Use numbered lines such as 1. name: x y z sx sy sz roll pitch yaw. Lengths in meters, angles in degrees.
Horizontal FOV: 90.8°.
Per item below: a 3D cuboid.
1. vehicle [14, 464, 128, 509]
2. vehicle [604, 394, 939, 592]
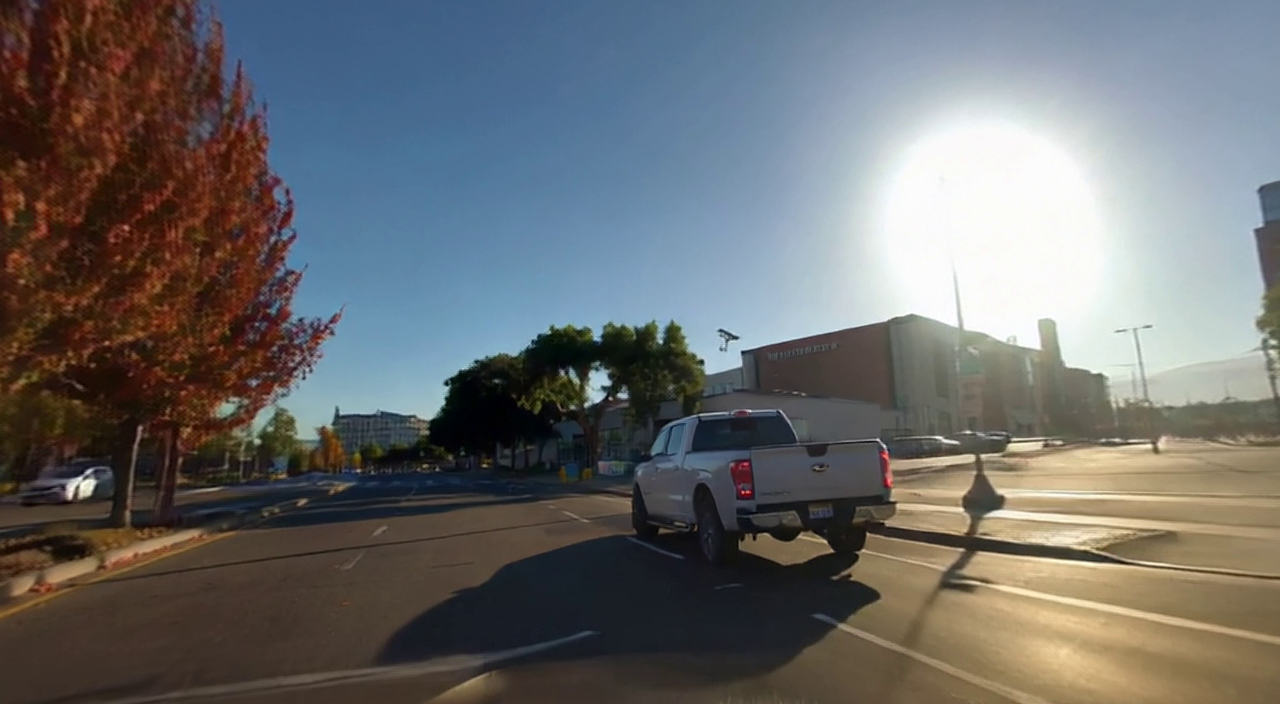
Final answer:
1. vehicle: -25.564 6.002 28.627 2.037 1.725 4.632 3 -9 -18
2. vehicle: 1.270 1.830 9.280 2.402 1.922 5.677 2 -9 -16
